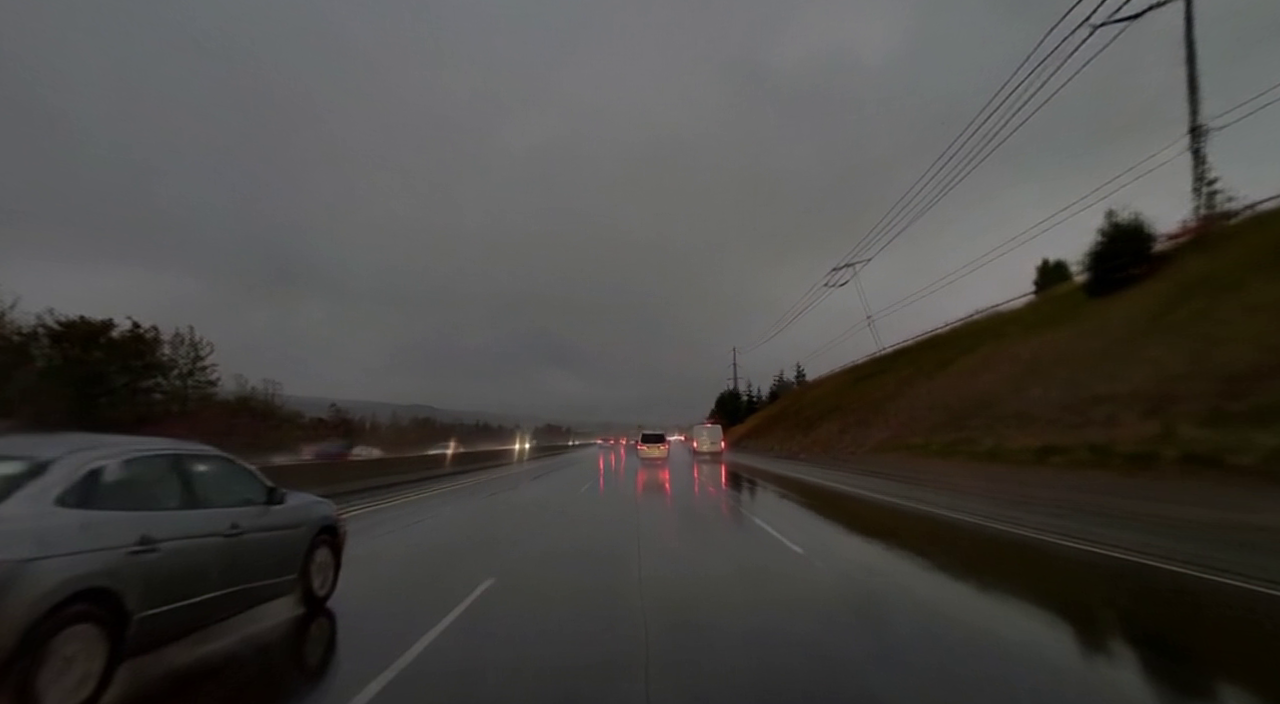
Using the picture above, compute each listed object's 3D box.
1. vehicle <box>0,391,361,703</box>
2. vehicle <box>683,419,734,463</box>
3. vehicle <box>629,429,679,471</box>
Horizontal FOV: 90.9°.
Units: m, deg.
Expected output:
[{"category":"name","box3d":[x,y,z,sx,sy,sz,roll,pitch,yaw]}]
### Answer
[{"category":"vehicle","box3d":[-3.308,1.010,3.181,1.890,1.490,4.202,0,-8,0]},{"category":"vehicle","box3d":[3.955,5.228,37.223,2.348,2.429,5.172,0,-8,-1]},{"category":"vehicle","box3d":[0.585,4.516,29.409,2.159,1.811,4.238,0,-8,-1]}]
